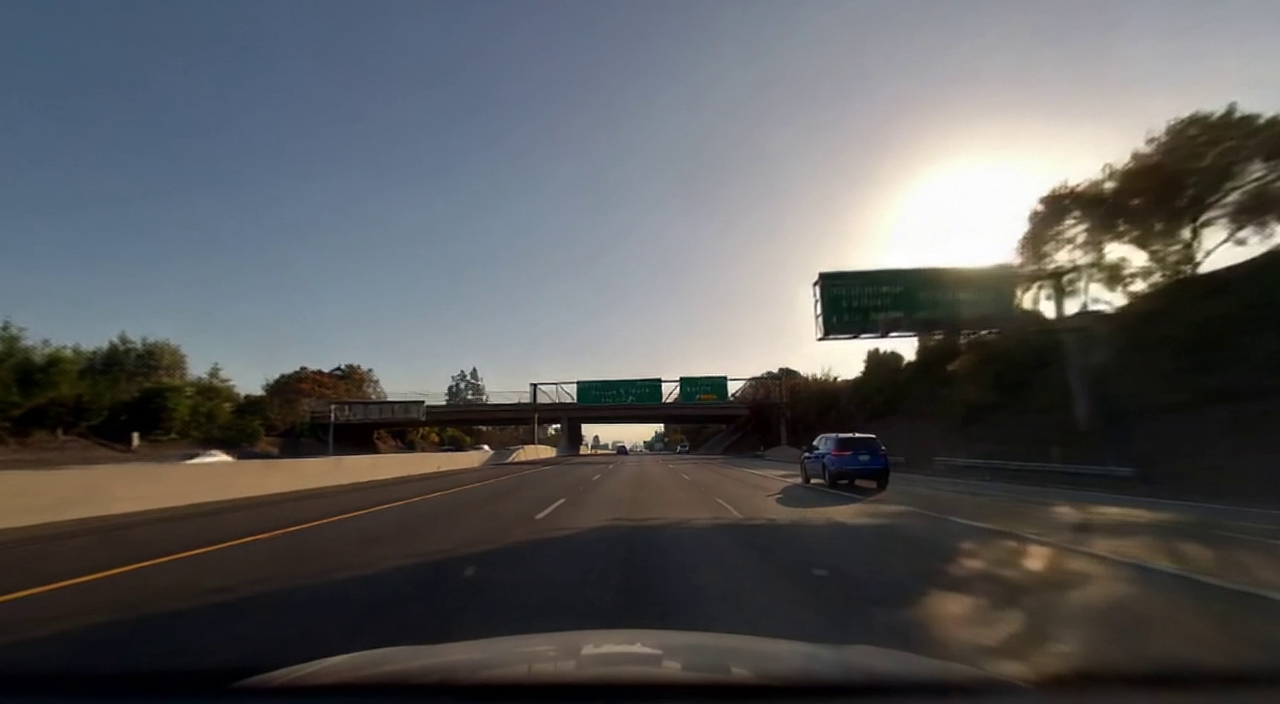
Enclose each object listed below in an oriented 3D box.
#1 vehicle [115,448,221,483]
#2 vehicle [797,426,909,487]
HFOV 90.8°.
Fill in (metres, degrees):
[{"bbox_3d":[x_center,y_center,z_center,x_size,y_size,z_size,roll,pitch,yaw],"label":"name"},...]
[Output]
[{"bbox_3d":[-25.568,6.118,34.455,2.073,1.736,4.741,0,-8,0],"label":"vehicle"},{"bbox_3d":[7.334,3.662,22.340,2.222,1.899,4.595,0,-8,-1],"label":"vehicle"}]
